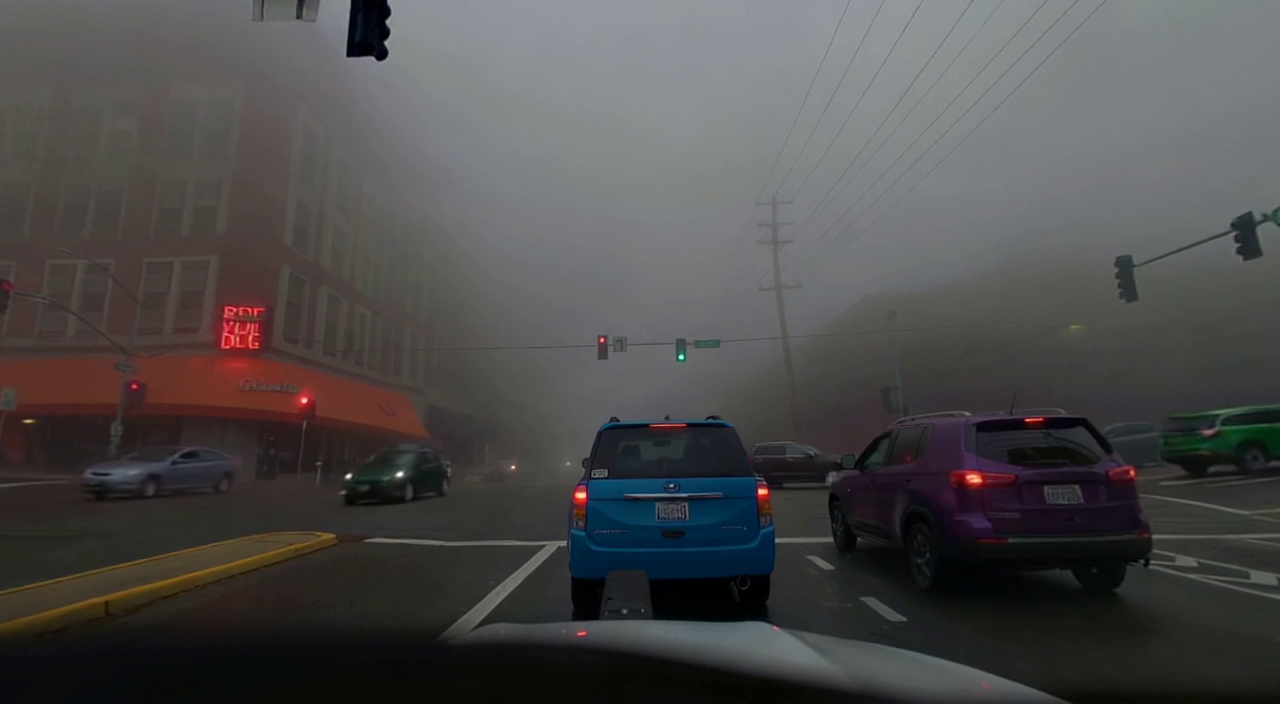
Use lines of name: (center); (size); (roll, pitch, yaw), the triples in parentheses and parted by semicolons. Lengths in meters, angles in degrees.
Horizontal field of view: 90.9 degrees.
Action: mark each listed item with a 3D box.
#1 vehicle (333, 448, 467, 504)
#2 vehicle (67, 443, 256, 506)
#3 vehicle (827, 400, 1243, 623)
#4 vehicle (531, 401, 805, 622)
vehicle: (-7.158, 3.736, 19.471); (2.017, 1.468, 4.663); (-1, -8, 4)
vehicle: (-14.473, 3.681, 19.540); (1.943, 1.680, 4.709); (-1, -8, 4)
vehicle: (3.614, 1.514, 6.945); (1.976, 1.664, 4.189); (-1, -8, 3)
vehicle: (0.265, 1.505, 6.823); (2.098, 1.682, 3.778); (0, -8, 2)
